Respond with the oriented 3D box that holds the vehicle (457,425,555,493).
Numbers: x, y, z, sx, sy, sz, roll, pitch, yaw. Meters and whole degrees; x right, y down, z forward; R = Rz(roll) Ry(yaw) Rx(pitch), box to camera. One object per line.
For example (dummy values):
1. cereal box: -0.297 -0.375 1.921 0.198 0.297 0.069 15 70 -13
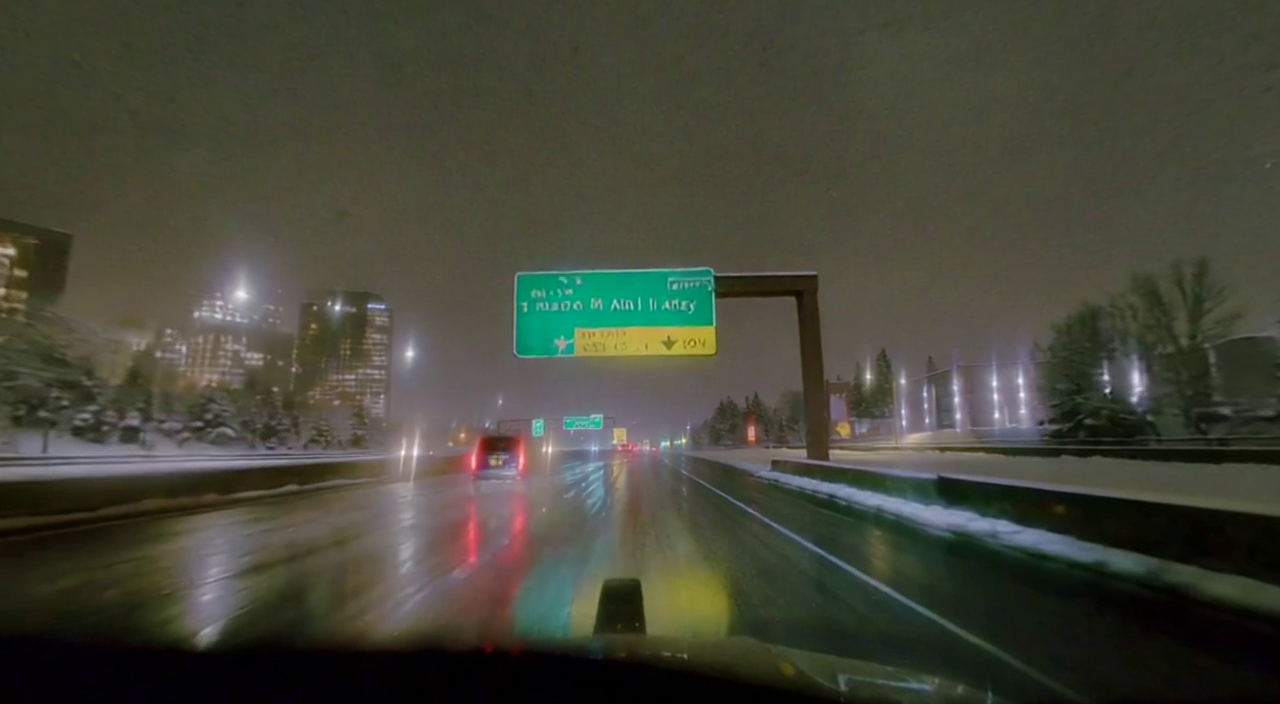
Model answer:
1. vehicle: -3.882 3.177 19.107 2.047 1.786 4.217 0 -8 0
